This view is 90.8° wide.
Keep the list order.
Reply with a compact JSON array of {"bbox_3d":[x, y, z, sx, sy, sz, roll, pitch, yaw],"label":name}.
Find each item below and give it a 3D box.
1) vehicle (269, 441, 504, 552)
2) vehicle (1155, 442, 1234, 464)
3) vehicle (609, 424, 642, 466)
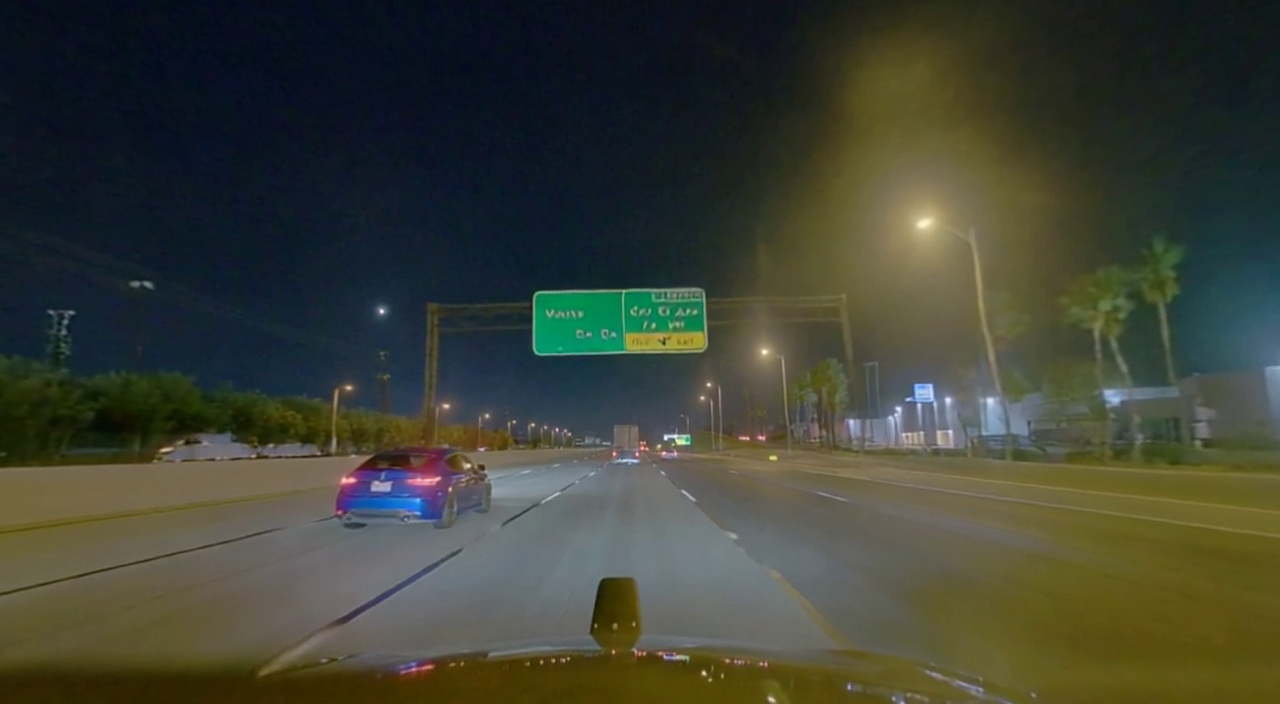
[{"bbox_3d":[-3.836,2.243,10.567,2.097,1.447,4.291,0,-8,1],"label":"vehicle"},{"bbox_3d":[43.116,7.844,49.145,4.395,1.574,1.911,0,-9,-3],"label":"vehicle"},{"bbox_3d":[-1.128,7.147,48.349,2.364,2.953,6.495,0,-8,-2],"label":"vehicle"}]
